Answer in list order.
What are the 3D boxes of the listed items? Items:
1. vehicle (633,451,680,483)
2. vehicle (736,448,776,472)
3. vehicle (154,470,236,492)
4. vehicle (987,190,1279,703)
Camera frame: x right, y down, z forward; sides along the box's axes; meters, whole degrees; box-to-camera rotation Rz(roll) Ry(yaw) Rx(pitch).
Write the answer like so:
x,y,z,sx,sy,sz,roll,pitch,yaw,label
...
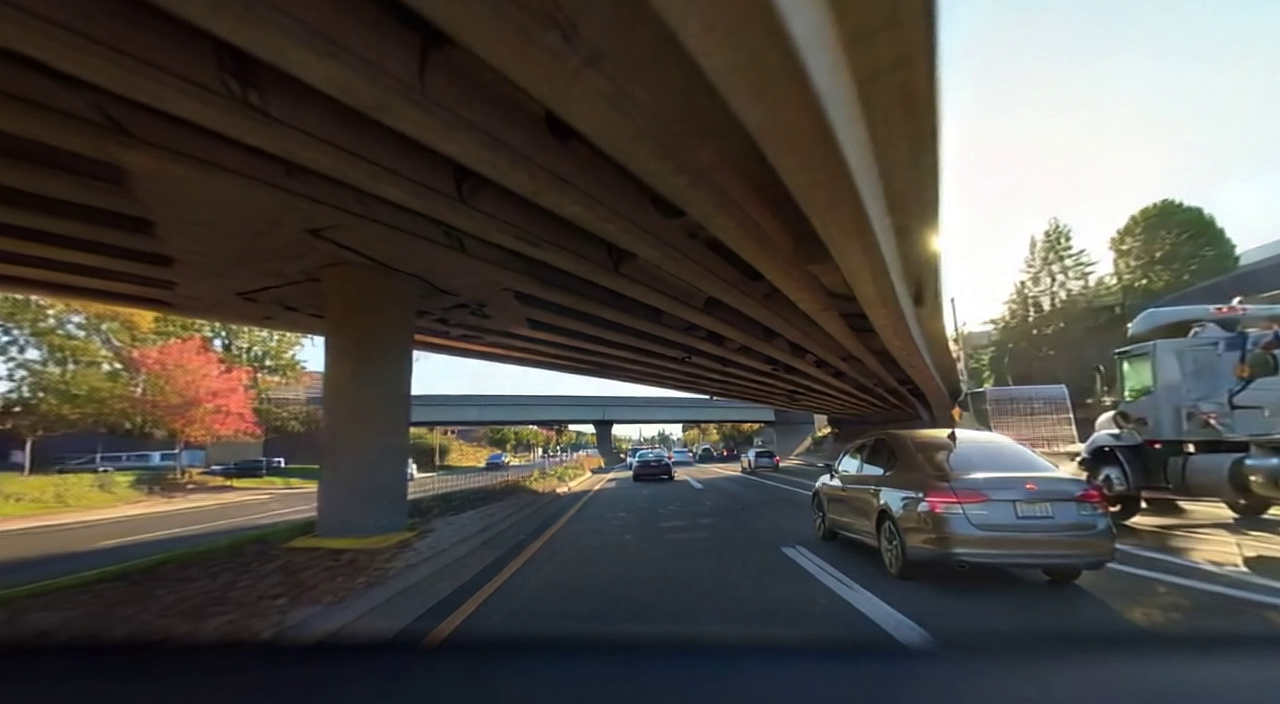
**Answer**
x,y,z,sx,sy,sz,roll,pitch,yaw,label
0.716,5.248,29.066,2.027,1.341,3.775,0,-9,0,vehicle
7.672,7.184,42.130,1.890,1.478,4.093,0,-9,0,vehicle
-32.219,9.328,45.819,4.407,1.431,2.025,-1,-8,2,vehicle
3.488,0.500,1.401,2.588,2.321,4.927,0,-9,0,vehicle
